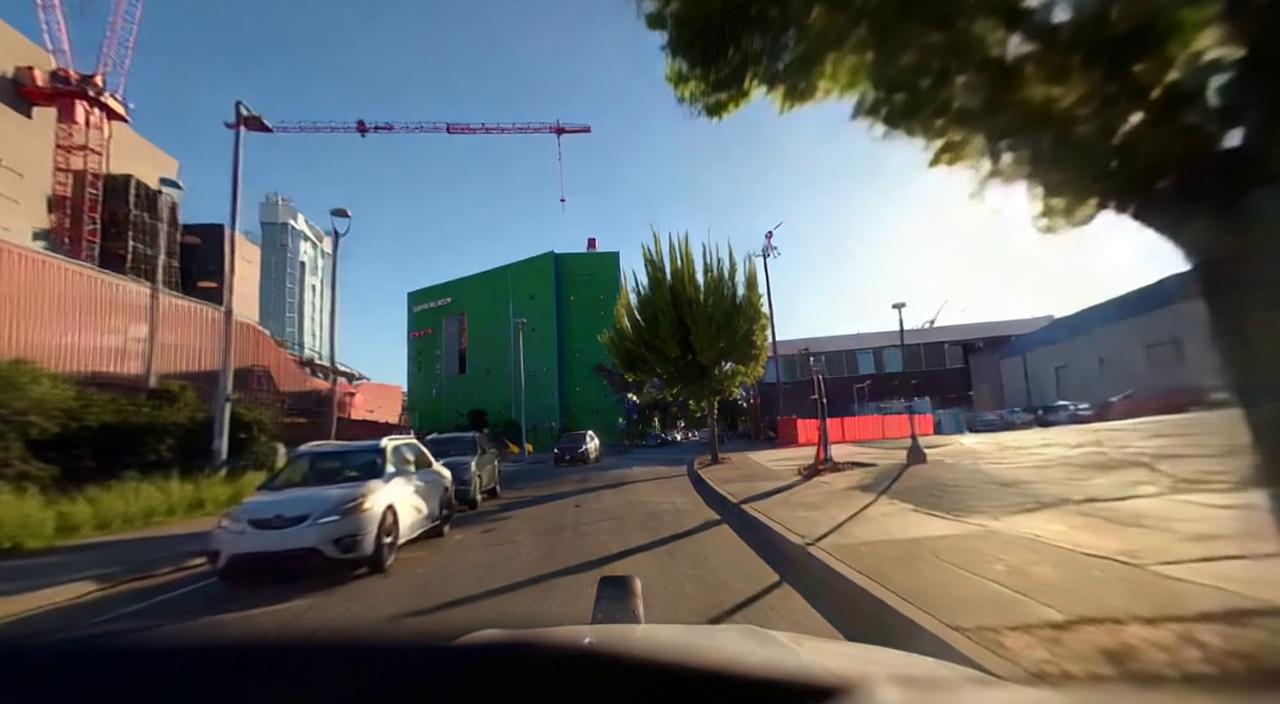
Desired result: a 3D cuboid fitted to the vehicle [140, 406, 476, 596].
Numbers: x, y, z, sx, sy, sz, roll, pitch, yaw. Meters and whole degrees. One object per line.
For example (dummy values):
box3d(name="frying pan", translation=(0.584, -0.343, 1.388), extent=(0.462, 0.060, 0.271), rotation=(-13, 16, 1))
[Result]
box3d(name="vehicle", translation=(-3.572, 1.631, 7.915), extent=(2.026, 1.699, 4.224), rotation=(0, -8, -2))

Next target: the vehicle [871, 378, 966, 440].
box3d(name="vehicle", translation=(19.305, 4.217, 44.493), extent=(3.031, 3.863, 9.734), rotation=(-1, -8, 5))

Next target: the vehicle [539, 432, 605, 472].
box3d(name="vehicle", translation=(-2.979, 4.507, 28.705), extent=(1.967, 1.646, 4.192), rotation=(-1, -8, 9))

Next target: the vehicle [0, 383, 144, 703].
box3d(name="vehicle", translation=(-3.739, 0.778, 1.338), extent=(1.980, 1.635, 4.153), rotation=(0, -8, 0))
